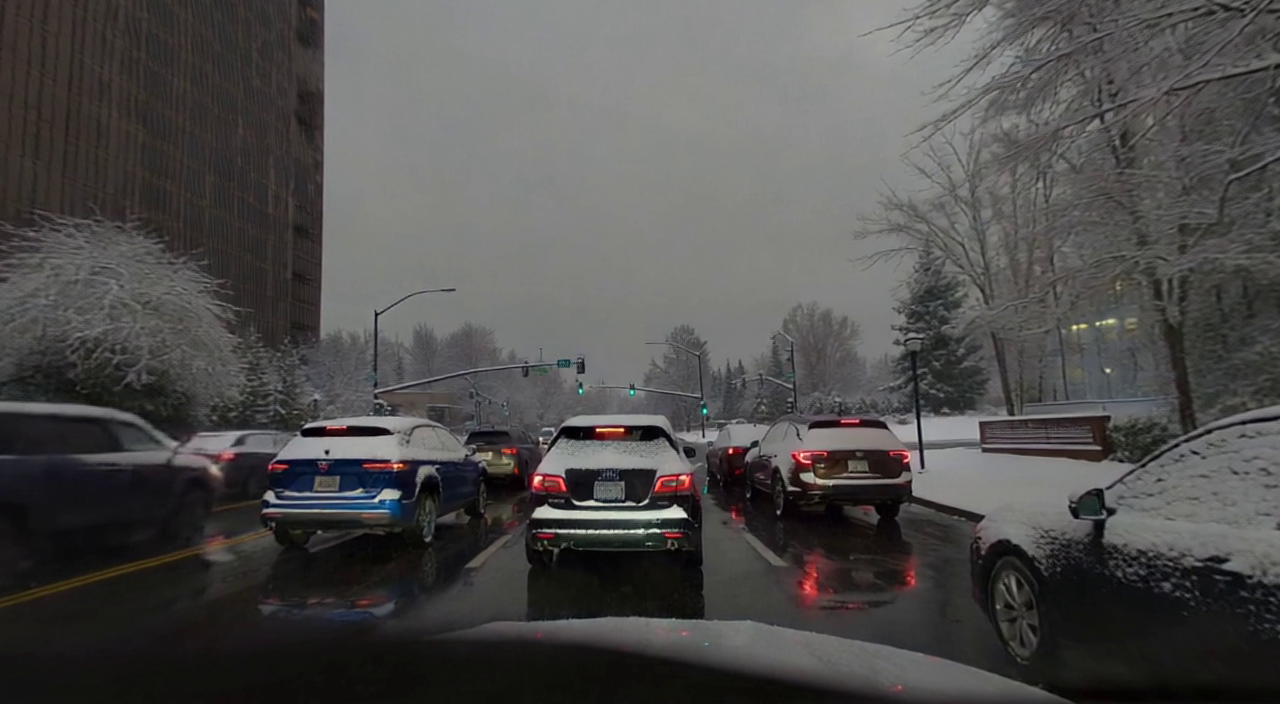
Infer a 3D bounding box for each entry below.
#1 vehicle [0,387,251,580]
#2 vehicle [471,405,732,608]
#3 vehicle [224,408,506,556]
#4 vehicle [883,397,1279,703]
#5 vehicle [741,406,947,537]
[{"bbox_3d":[-7.104,1.427,7.186,2.066,1.814,5.097,0,-8,0],"label":"vehicle"},{"bbox_3d":[-0.357,1.588,7.425,2.114,1.631,4.459,0,-8,-1],"label":"vehicle"},{"bbox_3d":[-3.767,1.887,9.888,2.141,1.718,4.809,0,-8,1],"label":"vehicle"},{"bbox_3d":[3.237,1.071,3.377,2.045,1.459,4.462,0,-8,-1],"label":"vehicle"},{"bbox_3d":[3.335,2.085,11.538,2.117,1.879,4.715,0,-8,-1],"label":"vehicle"}]
